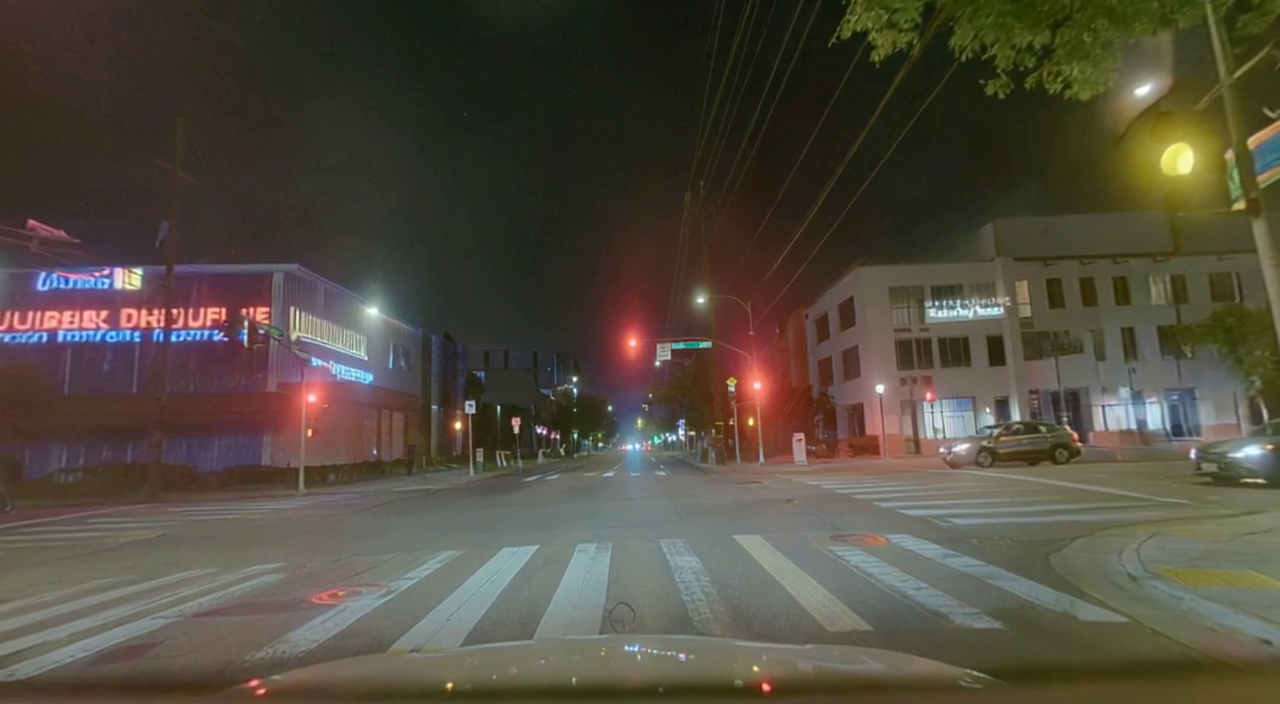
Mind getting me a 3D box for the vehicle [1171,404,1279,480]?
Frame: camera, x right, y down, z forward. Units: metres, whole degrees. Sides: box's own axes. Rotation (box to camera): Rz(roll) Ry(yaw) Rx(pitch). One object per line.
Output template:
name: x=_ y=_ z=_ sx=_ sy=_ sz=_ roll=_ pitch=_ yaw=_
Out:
vehicle: x=14.443 y=1.908 z=13.381 sx=4.632 sy=1.484 sz=1.907 roll=0 pitch=-8 yaw=-1
